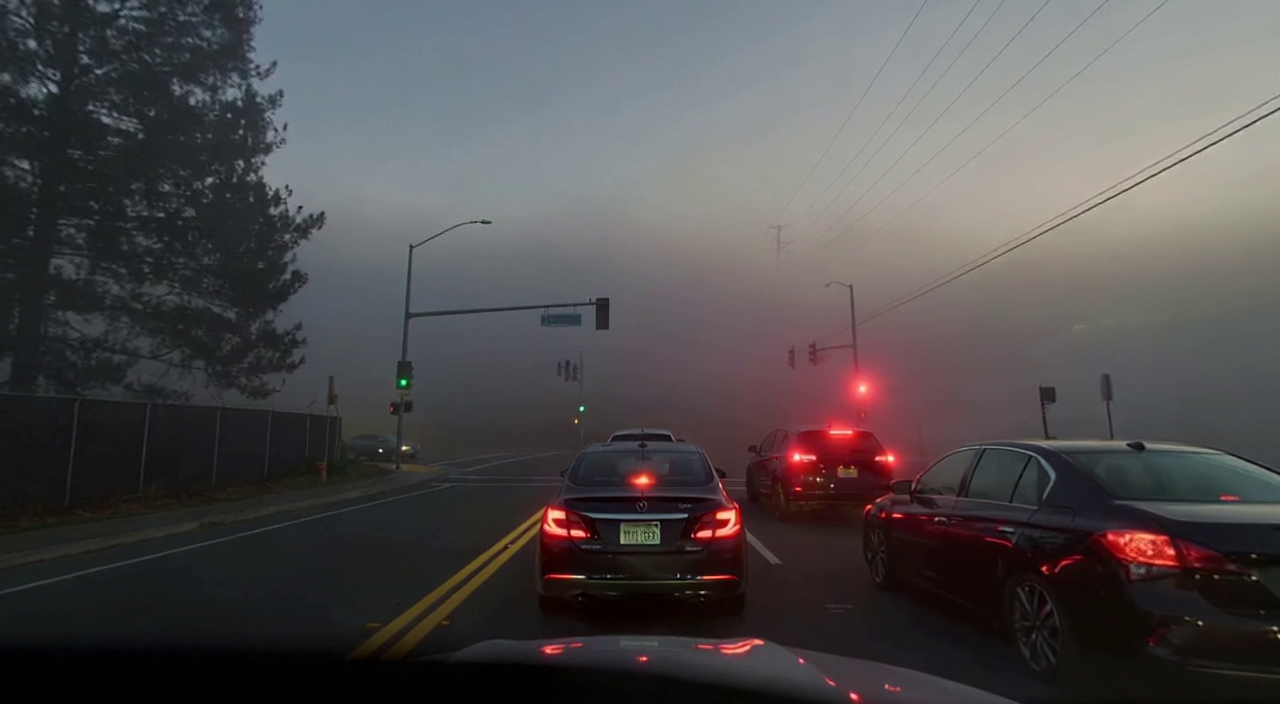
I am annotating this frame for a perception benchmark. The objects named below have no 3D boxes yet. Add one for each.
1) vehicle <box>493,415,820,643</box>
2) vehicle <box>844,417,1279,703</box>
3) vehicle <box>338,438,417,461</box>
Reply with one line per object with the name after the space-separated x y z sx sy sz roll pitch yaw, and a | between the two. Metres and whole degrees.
0.069 1.495 6.437 2.170 1.497 4.369 0 -8 -1 | vehicle
3.094 1.242 4.141 2.027 1.432 4.431 0 -8 0 | vehicle
-17.222 6.415 41.472 4.406 1.458 1.892 -1 -8 7 | vehicle
